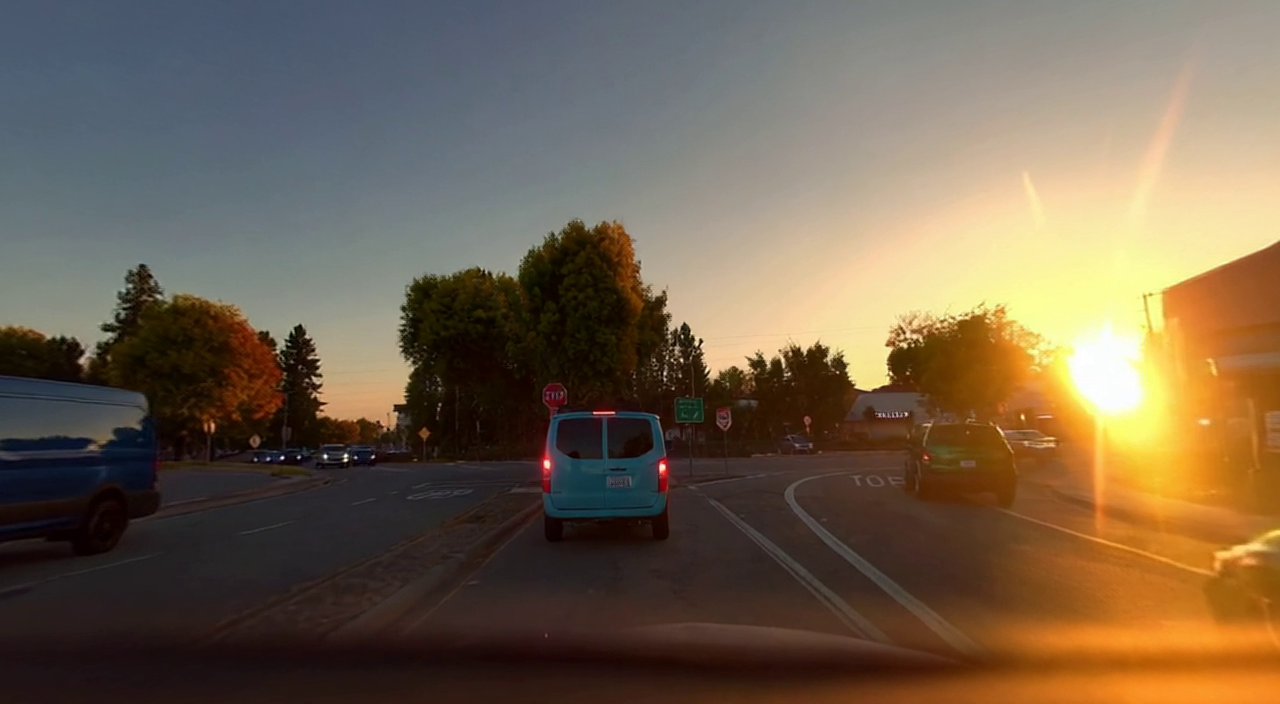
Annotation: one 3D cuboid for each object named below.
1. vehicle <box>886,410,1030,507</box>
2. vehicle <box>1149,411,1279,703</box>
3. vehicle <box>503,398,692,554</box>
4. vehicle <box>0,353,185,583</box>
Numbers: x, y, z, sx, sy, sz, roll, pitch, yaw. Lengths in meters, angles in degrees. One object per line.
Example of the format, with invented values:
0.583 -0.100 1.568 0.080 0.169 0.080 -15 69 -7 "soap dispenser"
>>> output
7.564 2.590 15.654 2.204 1.973 4.946 -2 -9 16 "vehicle"
4.084 0.786 1.357 2.079 1.504 4.828 0 -9 2 "vehicle"
-0.432 1.813 9.823 2.237 1.828 4.546 0 -9 2 "vehicle"
-8.016 1.248 6.789 2.426 2.410 5.046 0 -9 0 "vehicle"
